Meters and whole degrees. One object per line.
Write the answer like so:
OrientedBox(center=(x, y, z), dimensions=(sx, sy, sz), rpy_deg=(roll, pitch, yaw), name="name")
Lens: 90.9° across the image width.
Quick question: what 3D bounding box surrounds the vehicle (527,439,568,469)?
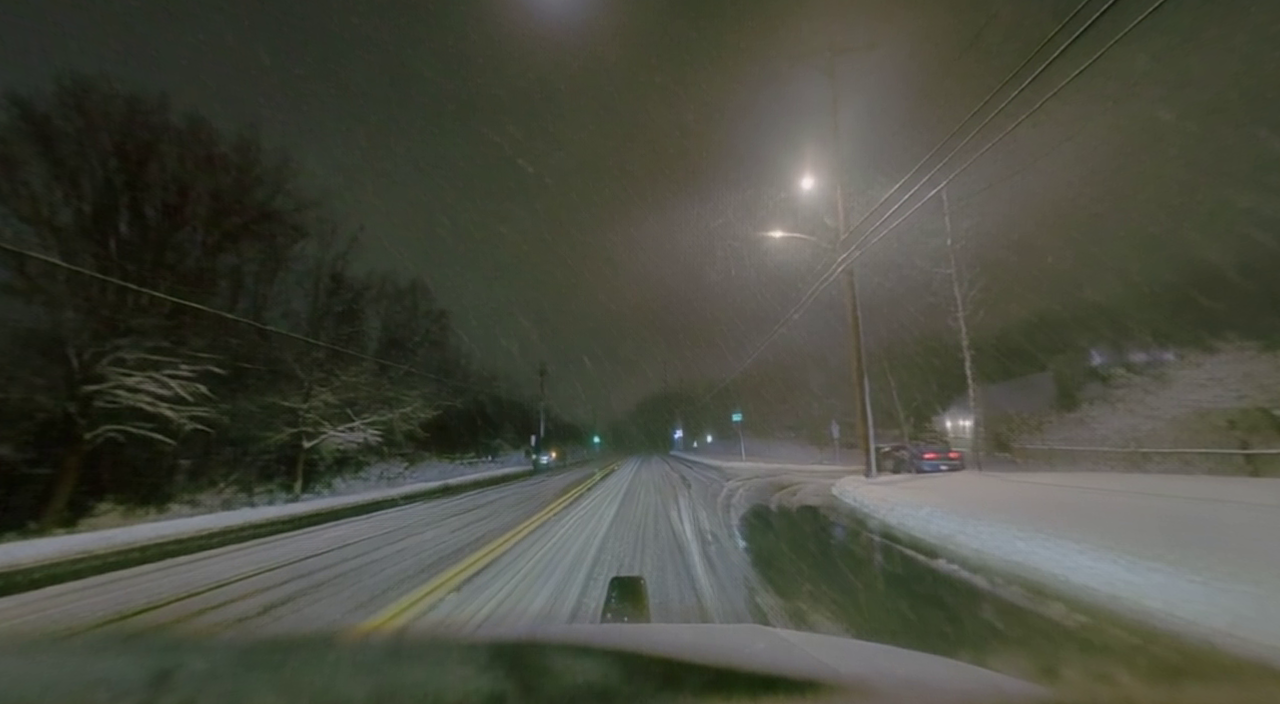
OrientedBox(center=(-6.068, 6.830, 41.986), dimensions=(1.992, 1.797, 4.372), rpy_deg=(-2, -10, 1), name="vehicle")
